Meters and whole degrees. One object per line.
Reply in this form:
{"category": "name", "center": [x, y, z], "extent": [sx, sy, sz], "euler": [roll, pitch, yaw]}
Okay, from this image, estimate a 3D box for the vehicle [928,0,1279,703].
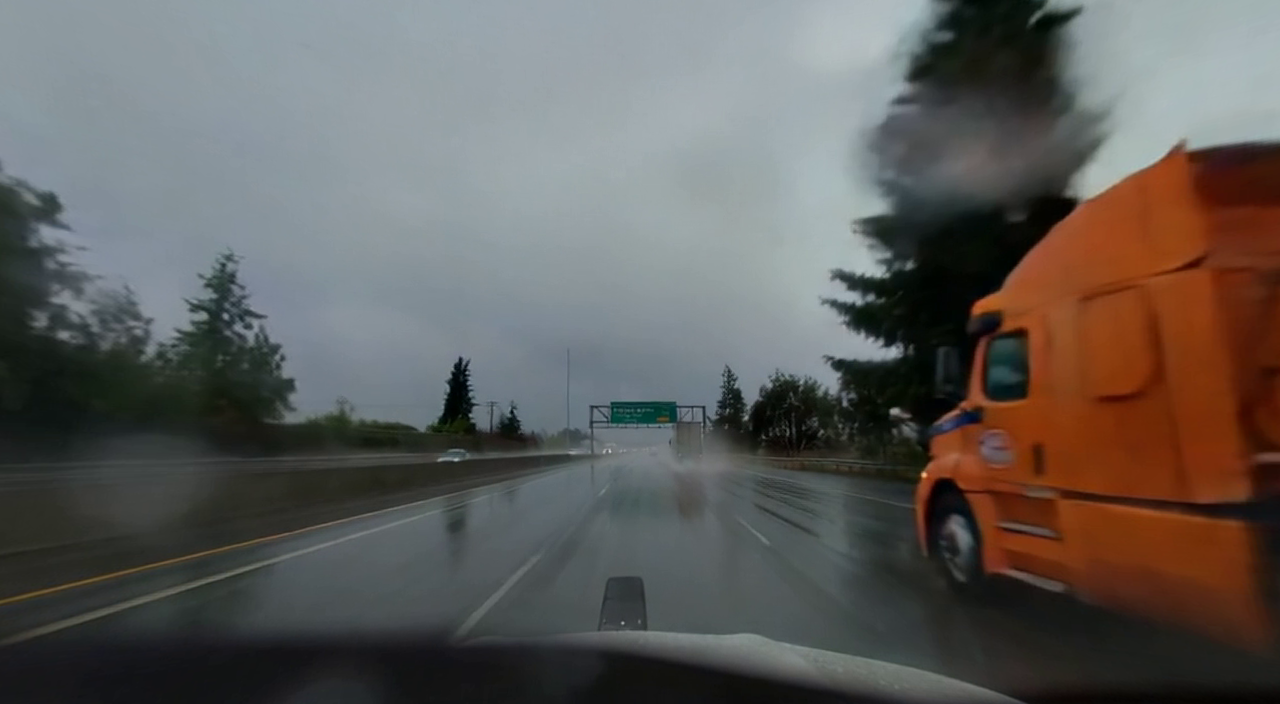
{"category": "vehicle", "center": [4.065, -0.204, 2.357], "extent": [2.992, 3.789, 5.892], "euler": [0, -9, 0]}
